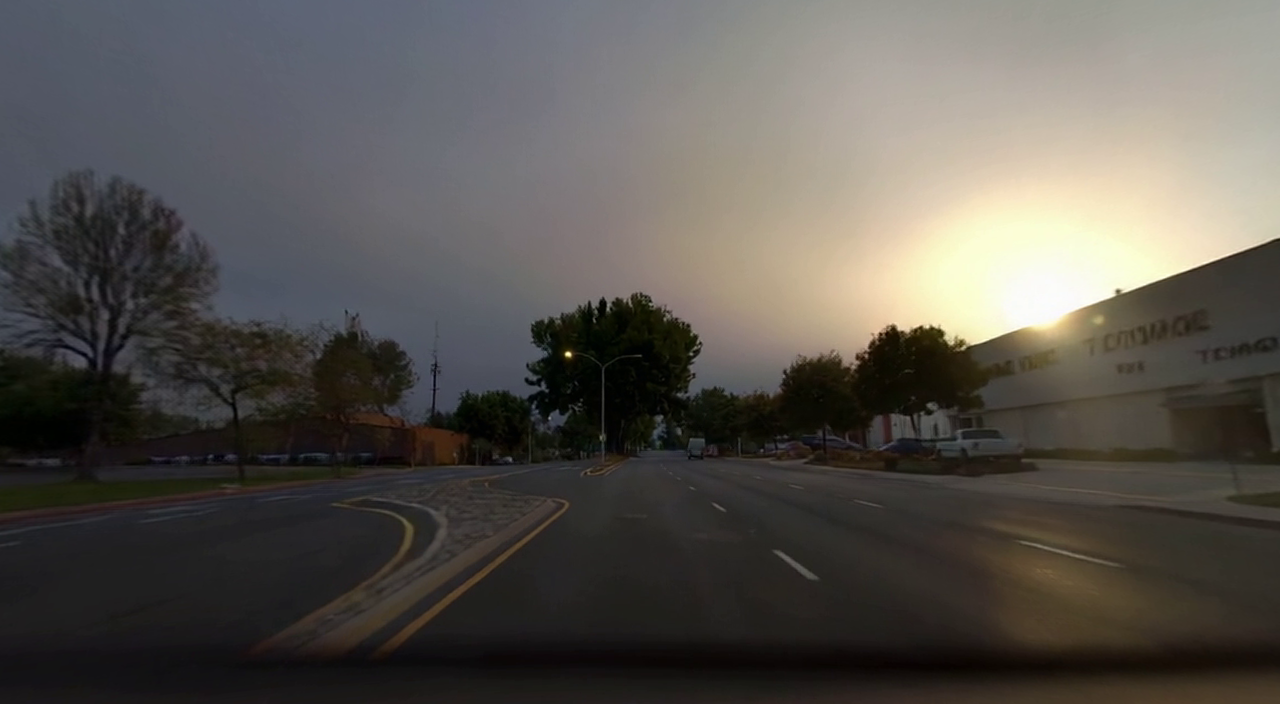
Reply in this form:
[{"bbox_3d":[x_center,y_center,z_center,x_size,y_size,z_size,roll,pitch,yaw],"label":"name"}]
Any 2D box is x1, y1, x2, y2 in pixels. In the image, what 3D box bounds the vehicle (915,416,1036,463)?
[{"bbox_3d":[14.897,3.990,28.572,2.195,1.926,5.466,0,-9,-4],"label":"vehicle"}]
